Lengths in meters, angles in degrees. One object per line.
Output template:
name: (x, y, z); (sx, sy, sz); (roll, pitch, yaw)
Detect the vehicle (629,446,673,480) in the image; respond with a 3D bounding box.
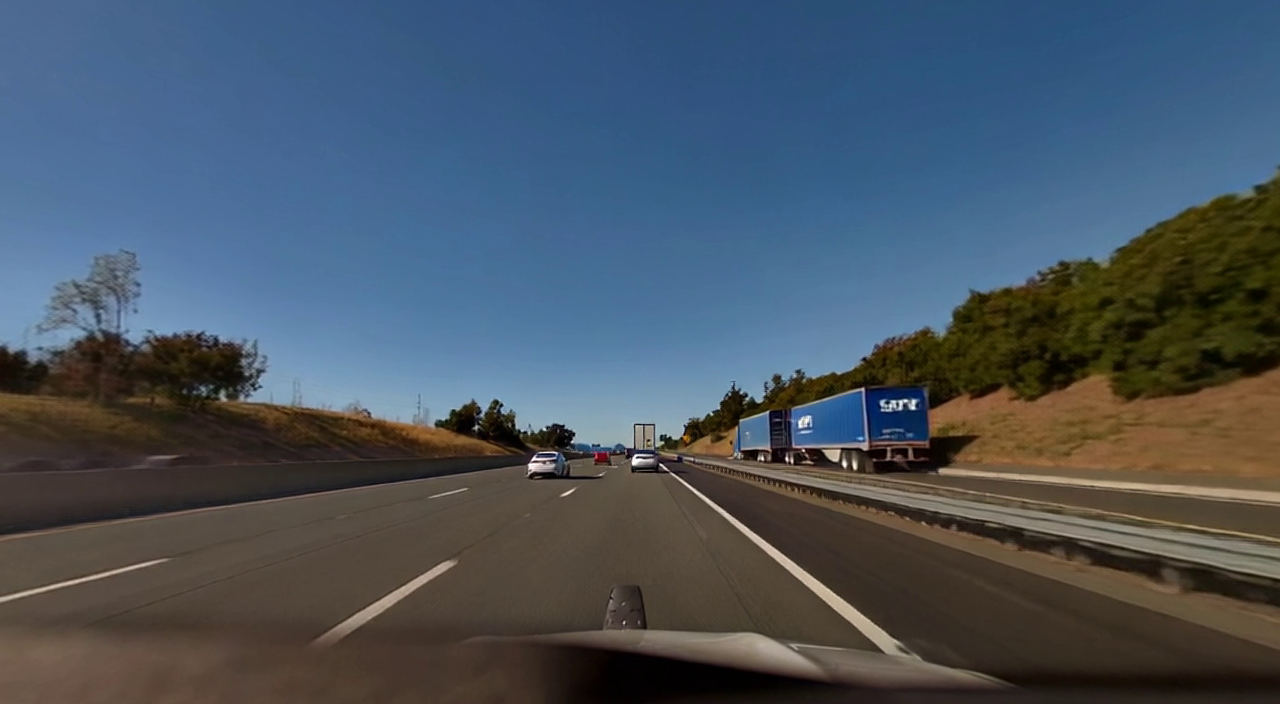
vehicle: (0.463, 5.265, 30.034); (1.991, 1.507, 3.391); (0, -9, -1)

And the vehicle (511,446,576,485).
vehicle: (-3.986, 4.777, 26.876); (2.018, 1.504, 4.431); (0, -9, 1)

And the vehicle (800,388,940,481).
vehicle: (11.886, 4.677, 34.713); (2.926, 4.094, 13.856); (0, -9, 2)
